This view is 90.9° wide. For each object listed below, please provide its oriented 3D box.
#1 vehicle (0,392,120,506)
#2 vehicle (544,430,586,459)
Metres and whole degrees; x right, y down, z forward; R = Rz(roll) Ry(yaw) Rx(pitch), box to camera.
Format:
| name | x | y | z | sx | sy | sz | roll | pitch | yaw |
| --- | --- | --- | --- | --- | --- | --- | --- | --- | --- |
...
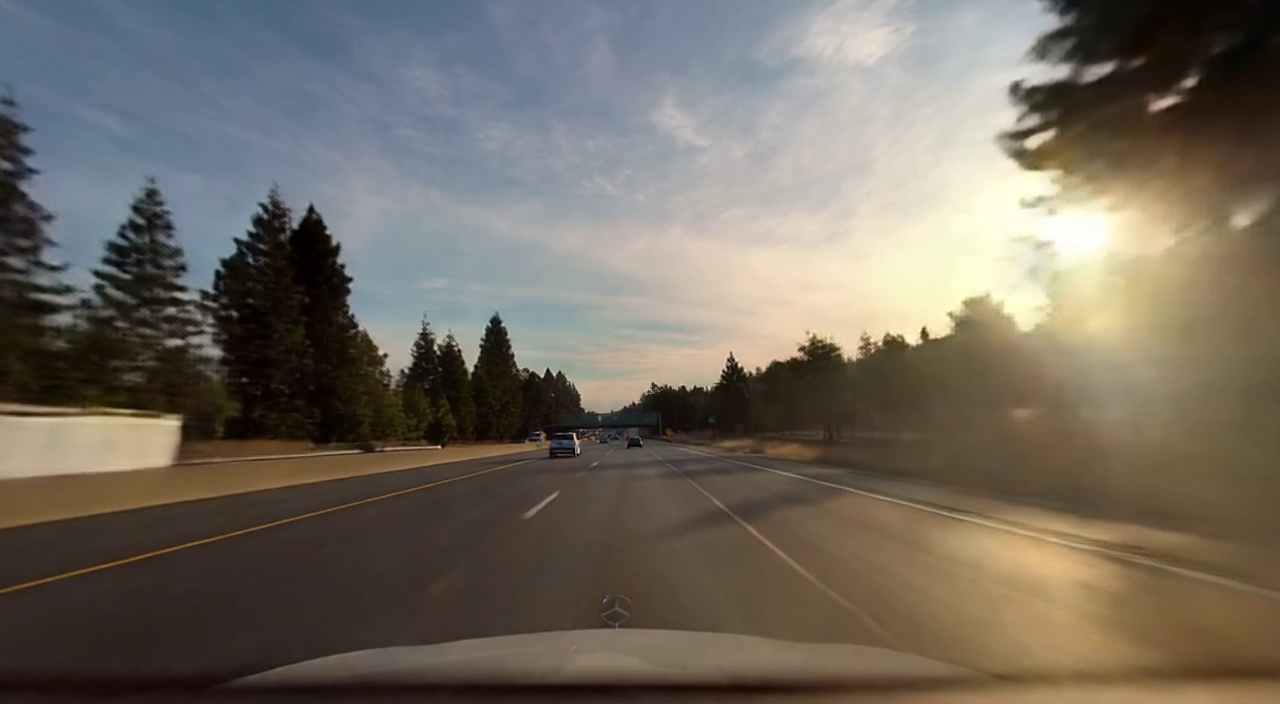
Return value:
| name | x | y | z | sx | sy | sz | roll | pitch | yaw |
| --- | --- | --- | --- | --- | --- | --- | --- | --- | --- |
| vehicle | -16.362 | 2.319 | 15.004 | 2.510 | 2.668 | 6.372 | 0 | -8 | -1 |
| vehicle | -4.441 | 5.526 | 37.838 | 2.003 | 1.626 | 4.256 | 0 | -8 | 0 |
